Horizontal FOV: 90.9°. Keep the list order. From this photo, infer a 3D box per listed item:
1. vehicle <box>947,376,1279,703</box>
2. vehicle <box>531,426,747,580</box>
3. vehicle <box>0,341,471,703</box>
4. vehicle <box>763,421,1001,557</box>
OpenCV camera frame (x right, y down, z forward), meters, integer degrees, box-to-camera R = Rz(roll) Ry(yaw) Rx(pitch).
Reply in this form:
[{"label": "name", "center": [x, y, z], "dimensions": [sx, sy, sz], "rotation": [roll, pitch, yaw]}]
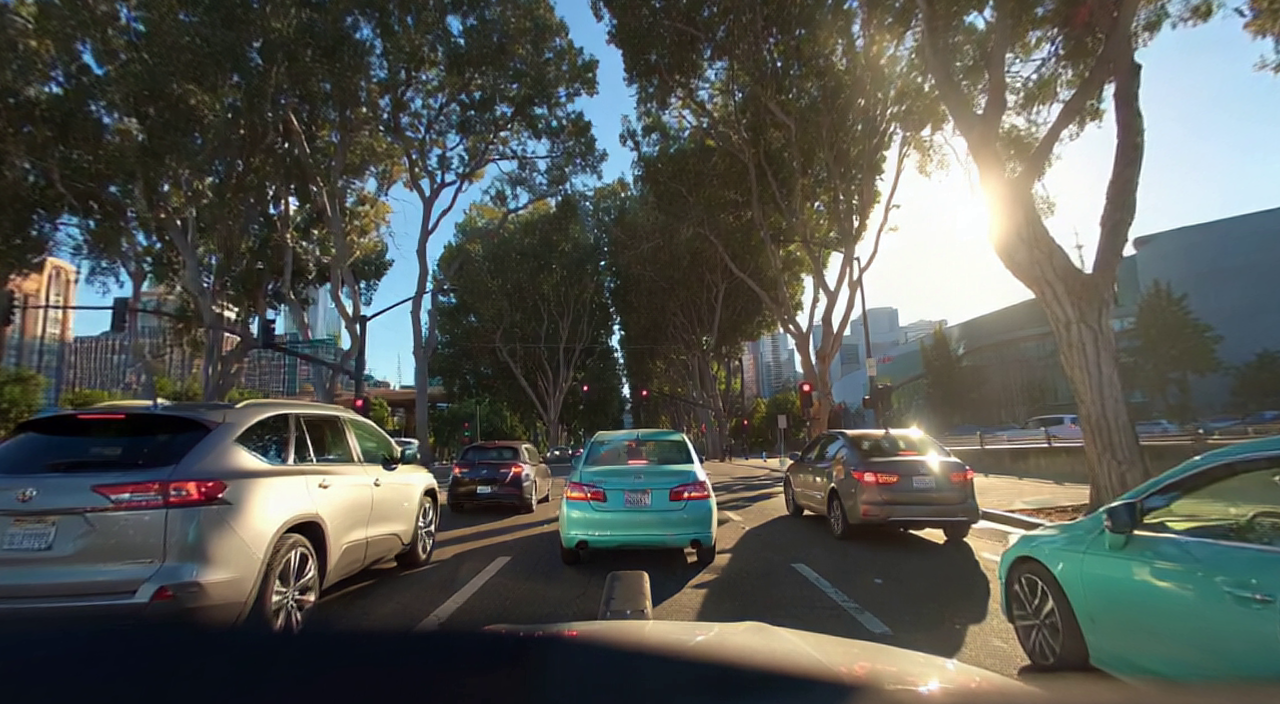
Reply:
[{"label": "vehicle", "center": [3.328, 0.962, 2.833], "dimensions": [1.899, 1.588, 3.888], "rotation": [0, -9, 0]}, {"label": "vehicle", "center": [-0.036, 1.803, 8.323], "dimensions": [2.147, 1.507, 3.953], "rotation": [0, -8, -1]}, {"label": "vehicle", "center": [-3.142, 1.165, 5.067], "dimensions": [2.168, 1.750, 4.625], "rotation": [-1, -9, 1]}, {"label": "vehicle", "center": [3.417, 2.017, 10.023], "dimensions": [2.040, 1.647, 4.379], "rotation": [0, -9, 0]}]
